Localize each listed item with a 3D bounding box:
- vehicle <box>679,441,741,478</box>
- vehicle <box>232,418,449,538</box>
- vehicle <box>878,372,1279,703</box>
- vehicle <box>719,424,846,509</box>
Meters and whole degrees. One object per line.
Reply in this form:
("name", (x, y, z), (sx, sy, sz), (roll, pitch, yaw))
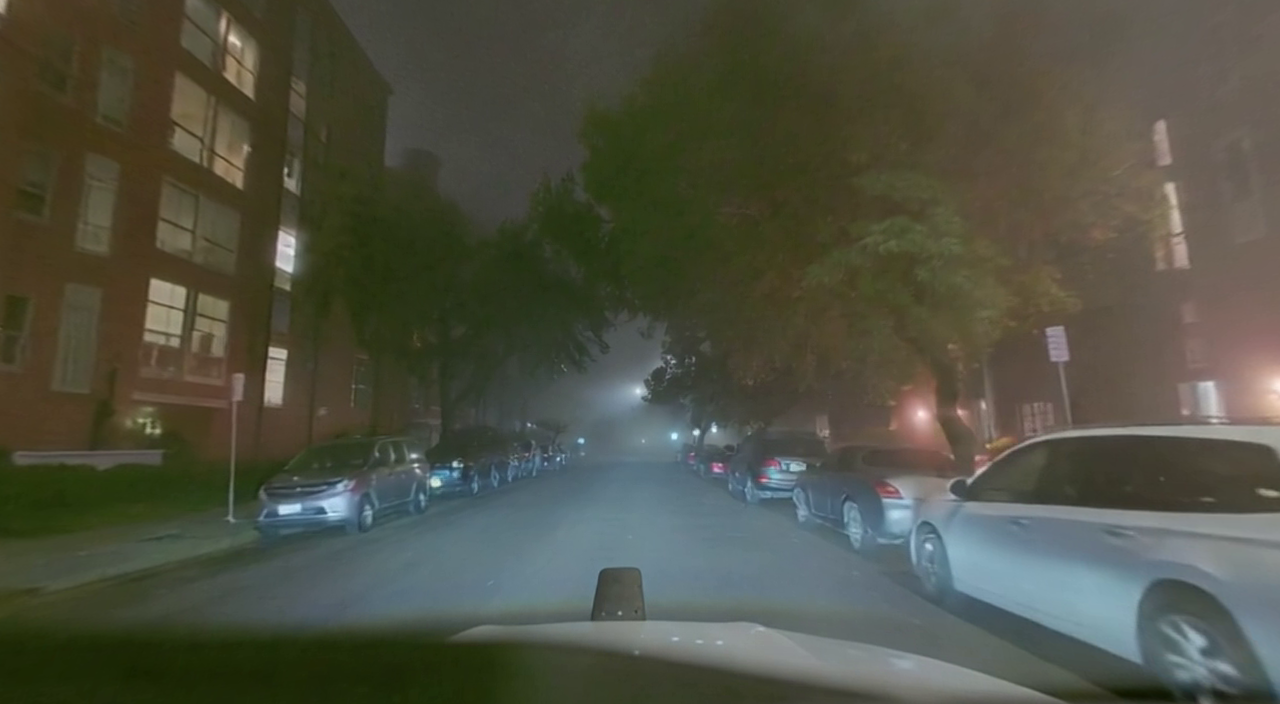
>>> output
("vehicle", (3.160, 4.951, 29.377), (2.007, 1.545, 4.562), (1, -8, -5))
("vehicle", (-5.453, 2.342, 12.412), (2.069, 1.881, 4.697), (0, -8, -2))
("vehicle", (3.451, 1.197, 4.183), (1.964, 1.646, 4.543), (2, -8, 0))
("vehicle", (3.417, 2.854, 16.195), (2.024, 1.825, 4.684), (0, -8, -2))
